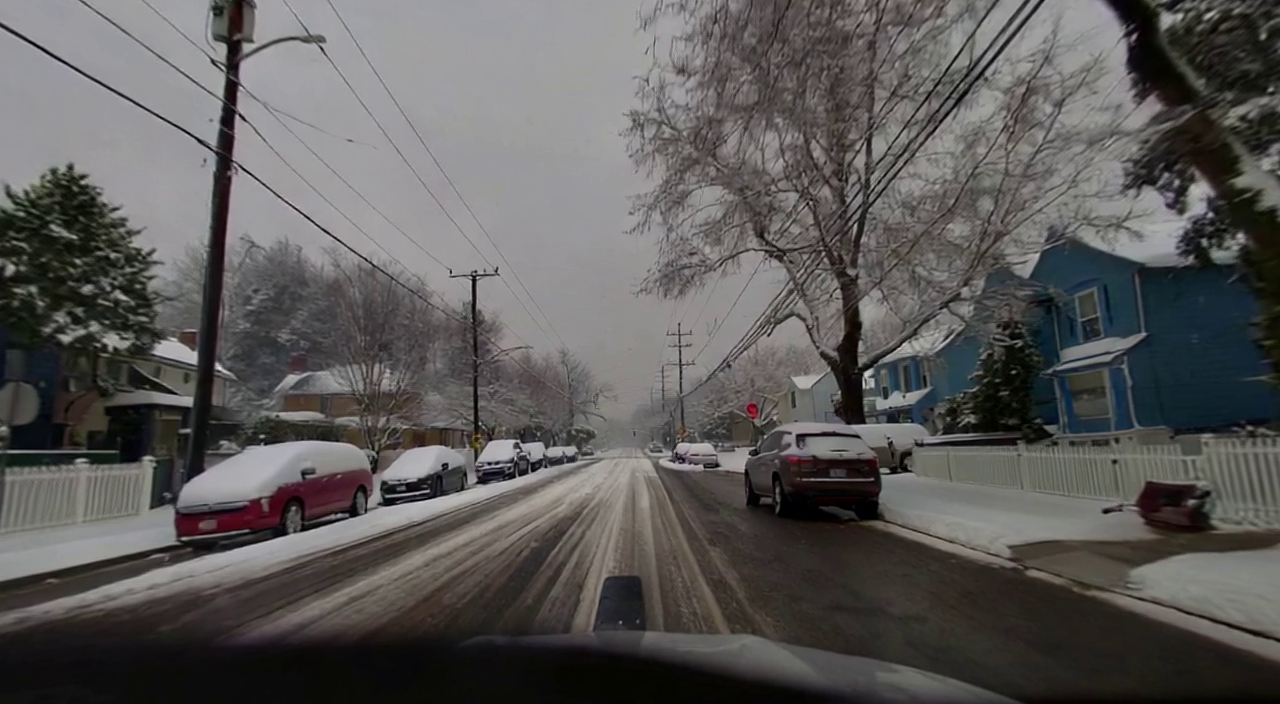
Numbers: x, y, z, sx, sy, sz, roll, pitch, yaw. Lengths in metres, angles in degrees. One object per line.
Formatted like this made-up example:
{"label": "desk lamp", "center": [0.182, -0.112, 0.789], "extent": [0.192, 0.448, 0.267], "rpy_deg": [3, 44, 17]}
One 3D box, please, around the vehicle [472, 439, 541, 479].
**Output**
{"label": "vehicle", "center": [-6.406, 5.218, 31.043], "extent": [2.136, 1.757, 5.365], "rpy_deg": [0, -9, 1]}

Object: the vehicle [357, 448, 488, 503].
{"label": "vehicle", "center": [-6.460, 3.697, 19.392], "extent": [2.211, 1.469, 4.380], "rpy_deg": [-1, -9, 4]}

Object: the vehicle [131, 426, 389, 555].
{"label": "vehicle", "center": [-6.525, 2.389, 11.644], "extent": [2.194, 1.798, 4.402], "rpy_deg": [-2, -8, -3]}

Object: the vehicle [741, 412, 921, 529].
{"label": "vehicle", "center": [3.502, 2.284, 12.619], "extent": [2.114, 1.909, 4.266], "rpy_deg": [0, -9, -2]}

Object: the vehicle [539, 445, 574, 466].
{"label": "vehicle", "center": [-6.433, 8.022, 49.054], "extent": [2.056, 1.481, 4.451], "rpy_deg": [0, -9, 1]}

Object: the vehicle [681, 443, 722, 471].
{"label": "vehicle", "center": [3.598, 6.311, 38.057], "extent": [1.963, 1.536, 5.446], "rpy_deg": [0, -9, 0]}
